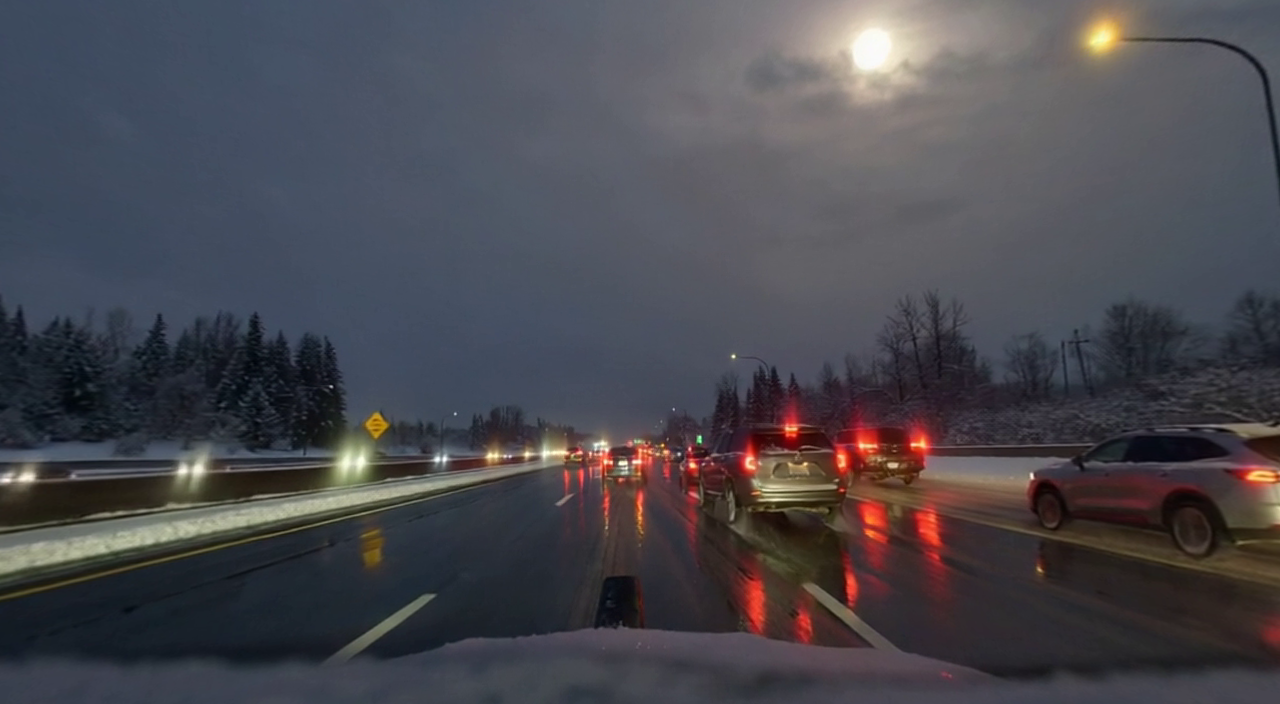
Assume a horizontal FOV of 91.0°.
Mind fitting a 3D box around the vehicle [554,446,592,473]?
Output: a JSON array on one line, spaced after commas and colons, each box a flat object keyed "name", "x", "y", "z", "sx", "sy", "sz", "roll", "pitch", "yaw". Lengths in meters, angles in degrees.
[{"name": "vehicle", "x": -4.166, "y": 6.743, "z": 39.773, "sx": 1.889, "sy": 1.600, "sz": 4.043, "roll": 0, "pitch": -9, "yaw": 1}]

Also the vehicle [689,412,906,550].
[{"name": "vehicle", "x": 2.181, "y": 1.954, "z": 10.115, "sx": 2.230, "sy": 1.740, "sz": 3.976, "roll": 1, "pitch": -9, "yaw": -3}]

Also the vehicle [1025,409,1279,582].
[{"name": "vehicle", "x": 7.134, "y": 1.638, "z": 7.716, "sx": 1.972, "sy": 1.647, "sz": 4.429, "roll": 0, "pitch": -9, "yaw": 0}]

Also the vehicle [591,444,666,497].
[{"name": "vehicle", "x": -0.303, "y": 3.733, "z": 20.237, "sx": 2.157, "sy": 1.495, "sz": 4.038, "roll": 0, "pitch": -9, "yaw": 1}]
